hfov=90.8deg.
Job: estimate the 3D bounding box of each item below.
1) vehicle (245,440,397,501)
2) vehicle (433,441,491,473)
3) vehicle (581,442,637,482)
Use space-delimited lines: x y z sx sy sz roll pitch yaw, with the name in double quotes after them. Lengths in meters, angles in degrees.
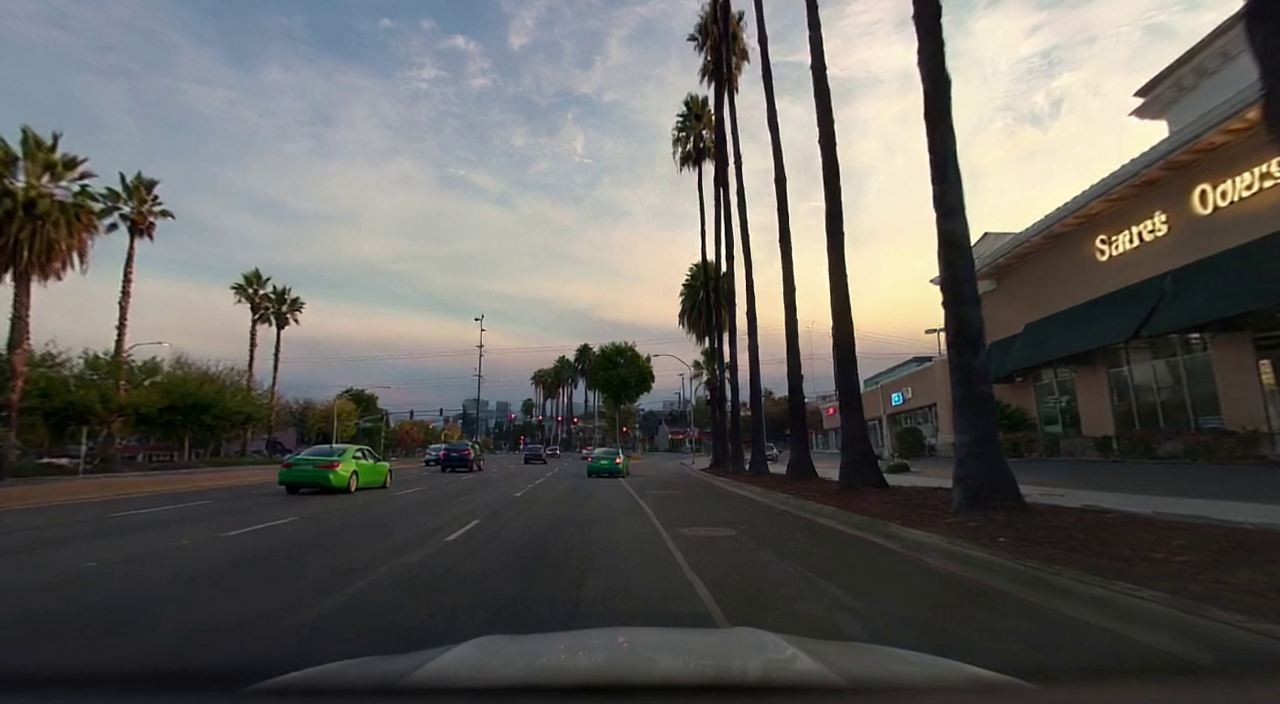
-8.585 3.211 17.558 1.958 1.455 4.504 0 -9 -1 "vehicle"
-9.921 5.863 35.590 2.108 1.669 5.076 1 -9 -4 "vehicle"
-1.202 4.593 26.685 2.070 1.493 4.570 0 -9 1 "vehicle"
